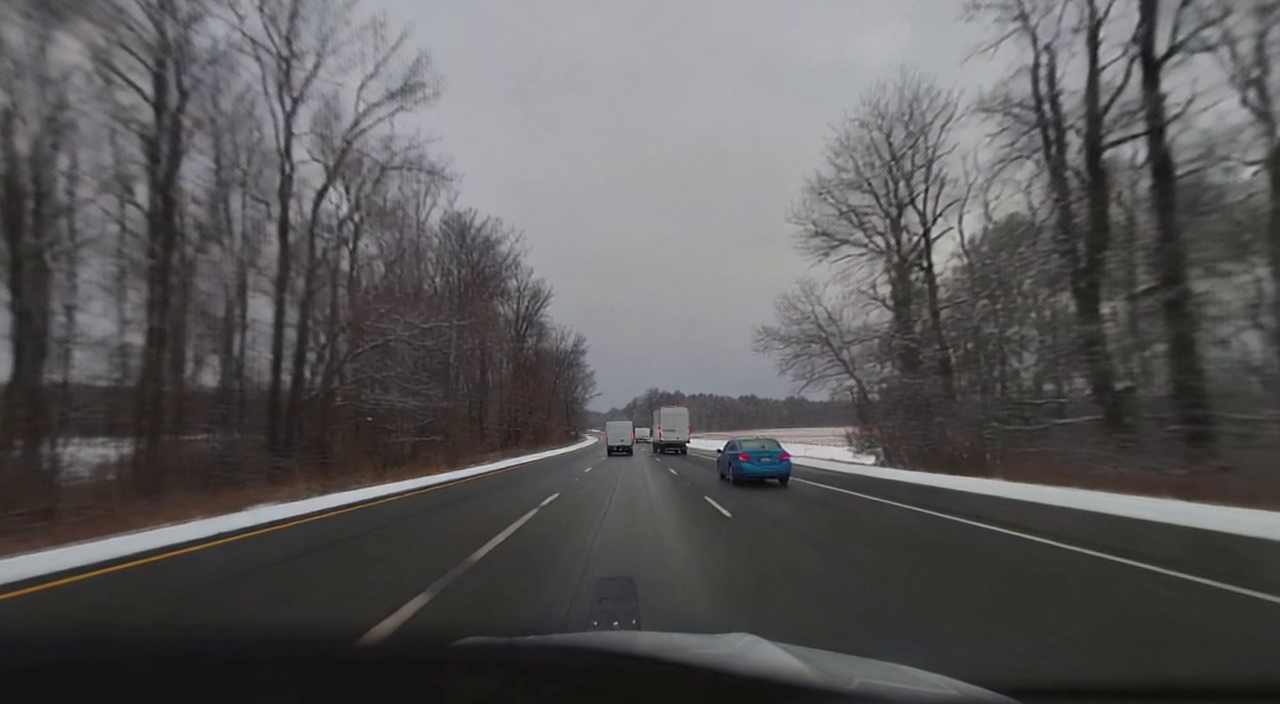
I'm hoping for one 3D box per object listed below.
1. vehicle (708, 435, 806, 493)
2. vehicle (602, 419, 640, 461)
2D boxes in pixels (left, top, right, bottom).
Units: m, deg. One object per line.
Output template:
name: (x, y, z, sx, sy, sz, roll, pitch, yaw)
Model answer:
vehicle: (3.331, 3.238, 18.776, 1.962, 1.508, 4.363, 0, -8, -2)
vehicle: (-1.236, 5.947, 42.476, 2.389, 2.637, 5.437, 0, -8, -1)
